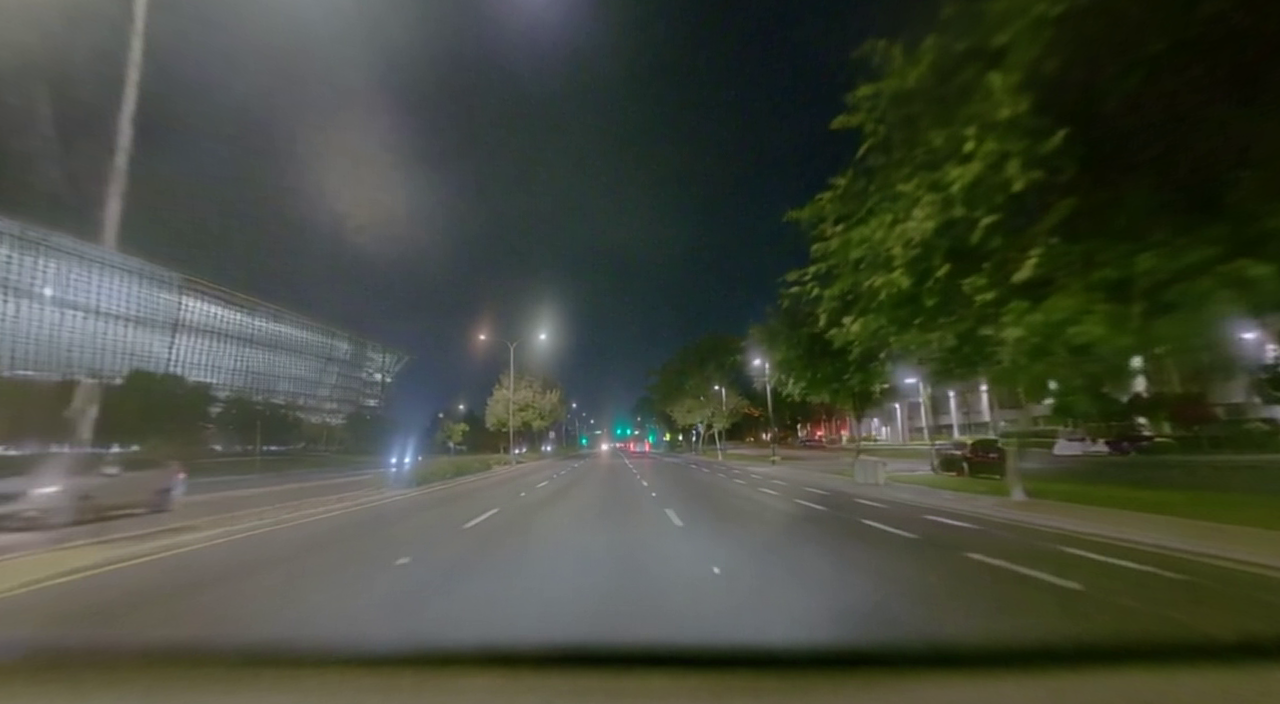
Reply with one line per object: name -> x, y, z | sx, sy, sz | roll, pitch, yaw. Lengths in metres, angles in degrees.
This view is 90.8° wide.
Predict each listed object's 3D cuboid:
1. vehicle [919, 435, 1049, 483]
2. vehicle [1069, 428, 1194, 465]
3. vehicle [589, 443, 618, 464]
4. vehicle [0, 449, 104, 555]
vehicle -> 12.349, 3.856, 23.107 | 2.024, 1.575, 4.498 | 0, -8, -3
vehicle -> 24.715, 4.767, 31.893 | 4.463, 1.786, 2.110 | 0, -8, -1
vehicle -> -2.726, 7.545, 47.047 | 2.080, 1.445, 4.096 | 0, -8, -3
vehicle -> -9.387, 1.982, 8.295 | 1.792, 1.383, 3.360 | 0, -8, -3
